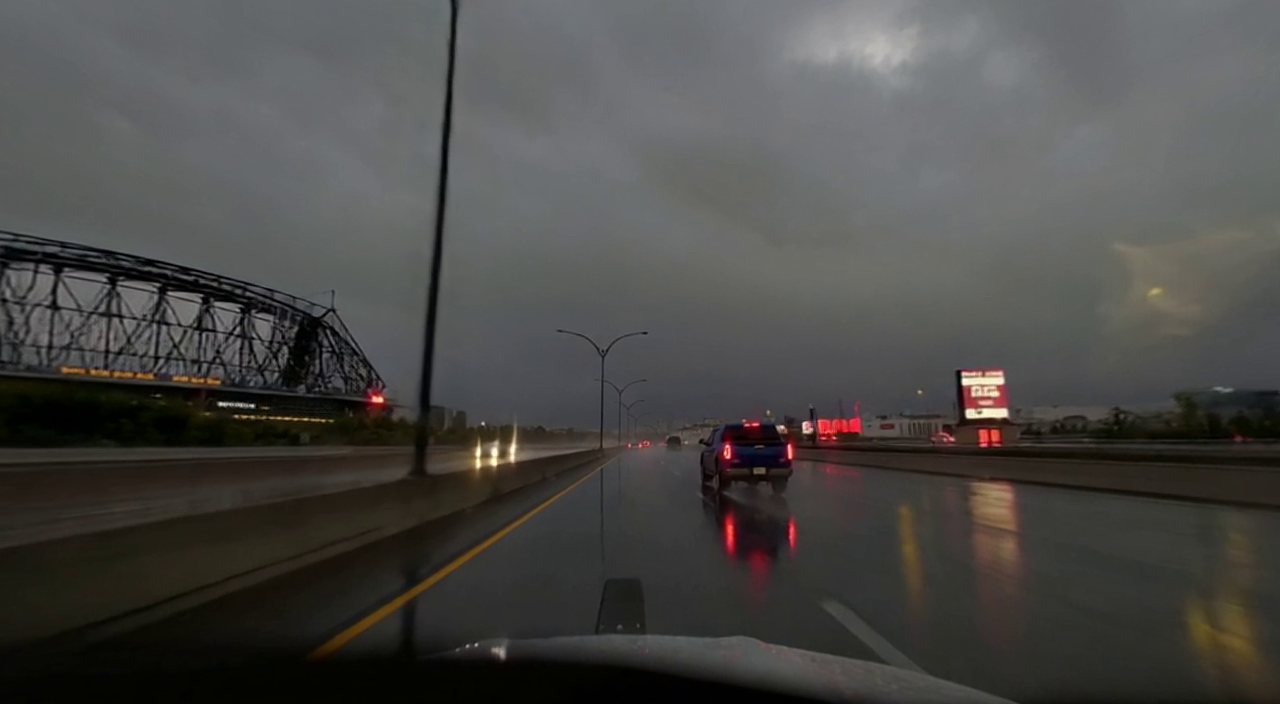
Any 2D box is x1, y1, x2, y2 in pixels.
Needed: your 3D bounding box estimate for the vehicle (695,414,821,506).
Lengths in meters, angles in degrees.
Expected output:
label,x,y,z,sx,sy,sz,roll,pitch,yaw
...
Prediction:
label,x,y,z,sx,sy,sz,roll,pitch,yaw
vehicle,2.802,2.731,16.356,2.199,2.002,4.970,0,-8,-1
